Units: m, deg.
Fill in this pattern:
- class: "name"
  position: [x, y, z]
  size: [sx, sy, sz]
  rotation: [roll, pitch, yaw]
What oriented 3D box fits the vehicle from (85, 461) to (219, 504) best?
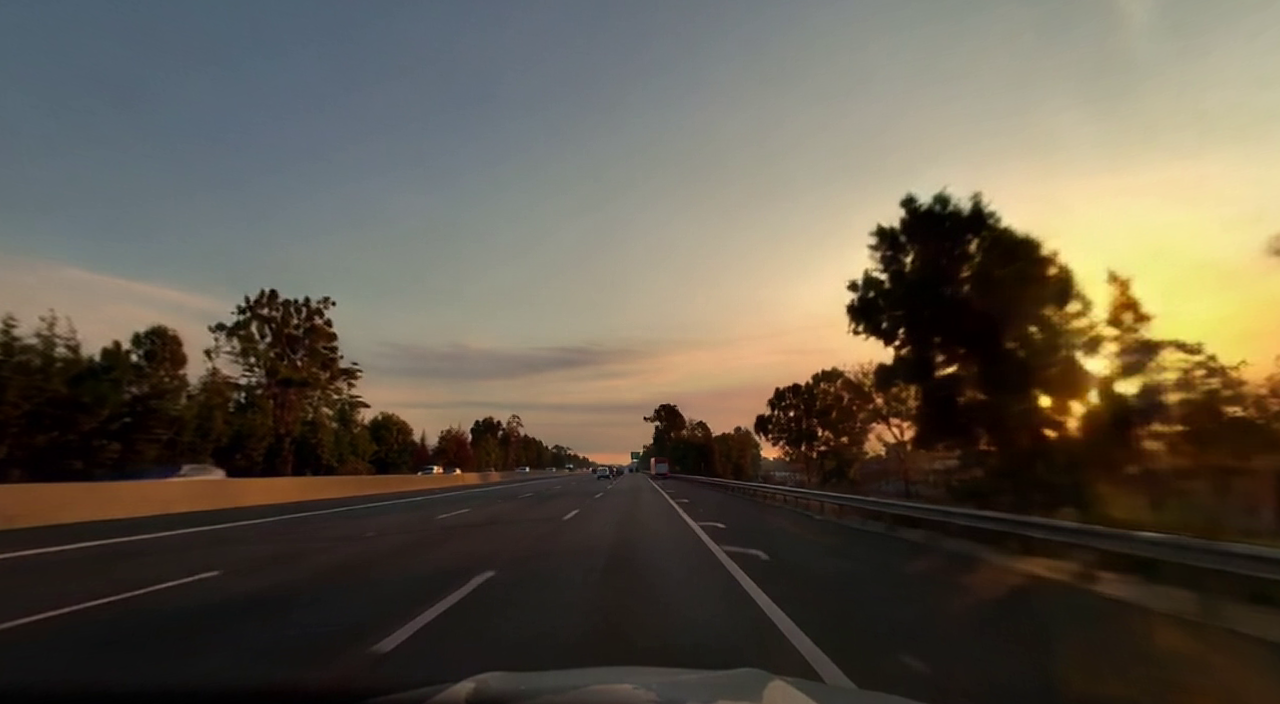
- class: "vehicle"
  position: [-18.947, 5.073, 24.775]
  size: [1.803, 1.508, 4.279]
  rotation: [1, -10, 0]
